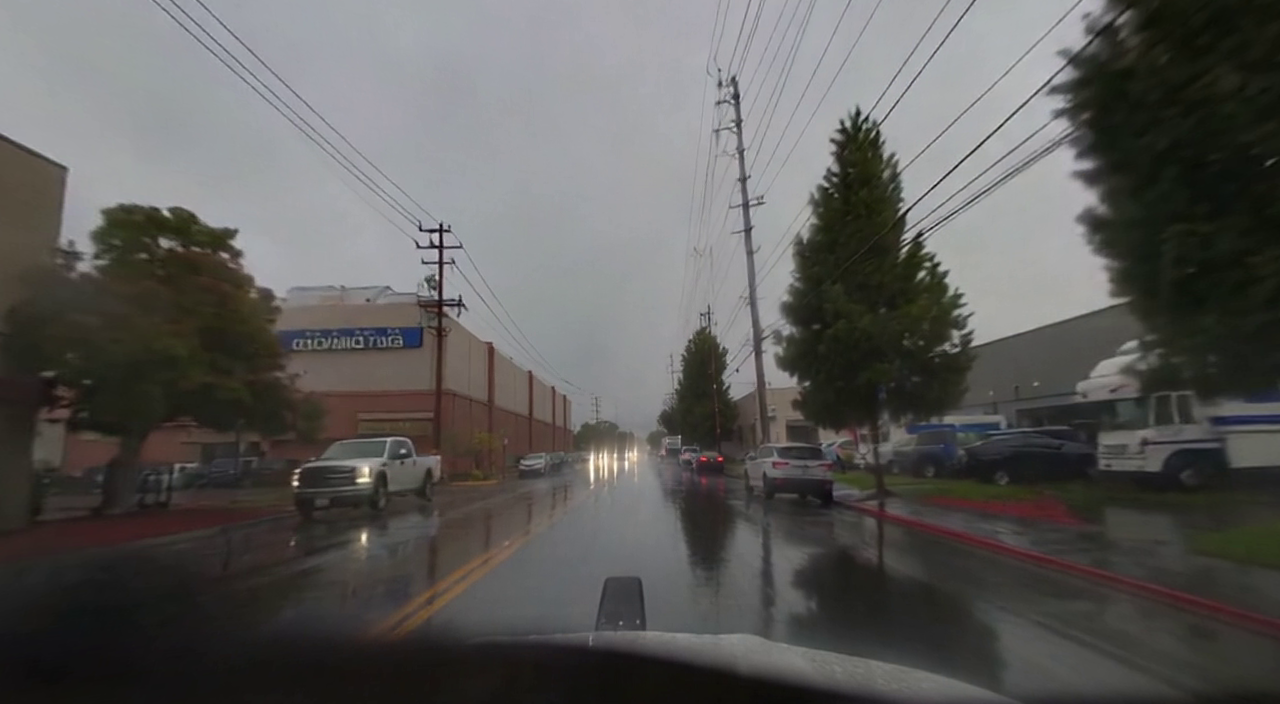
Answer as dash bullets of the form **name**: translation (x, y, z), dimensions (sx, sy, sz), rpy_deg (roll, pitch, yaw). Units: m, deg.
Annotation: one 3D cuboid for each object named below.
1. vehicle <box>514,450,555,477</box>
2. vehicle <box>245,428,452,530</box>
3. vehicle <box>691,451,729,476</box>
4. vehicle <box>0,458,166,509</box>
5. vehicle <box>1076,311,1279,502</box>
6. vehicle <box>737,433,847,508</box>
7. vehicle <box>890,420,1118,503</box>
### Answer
- **vehicle**: translation (-7.524, 8.009, 45.517), dimensions (2.194, 1.775, 4.482), rpy_deg (0, -9, -1)
- **vehicle**: translation (-7.578, 3.352, 17.646), dimensions (2.692, 2.152, 6.686), rpy_deg (-2, -8, -1)
- **vehicle**: translation (4.501, 7.212, 41.066), dimensions (1.919, 1.453, 4.425), rpy_deg (0, -9, 0)
- **vehicle**: translation (-19.543, 4.534, 22.285), dimensions (1.935, 1.491, 4.932), rpy_deg (0, -9, -2)
- **vehicle**: translation (15.838, 1.271, 13.943), dimensions (10.102, 3.776, 2.913), rpy_deg (0, -9, -1)
- **vehicle**: translation (4.284, 3.425, 18.680), dimensions (2.087, 1.892, 4.579), rpy_deg (0, -9, 0)
- **vehicle**: translation (9.745, 2.955, 17.257), dimensions (4.825, 1.878, 2.050), rpy_deg (-3, -9, 0)
